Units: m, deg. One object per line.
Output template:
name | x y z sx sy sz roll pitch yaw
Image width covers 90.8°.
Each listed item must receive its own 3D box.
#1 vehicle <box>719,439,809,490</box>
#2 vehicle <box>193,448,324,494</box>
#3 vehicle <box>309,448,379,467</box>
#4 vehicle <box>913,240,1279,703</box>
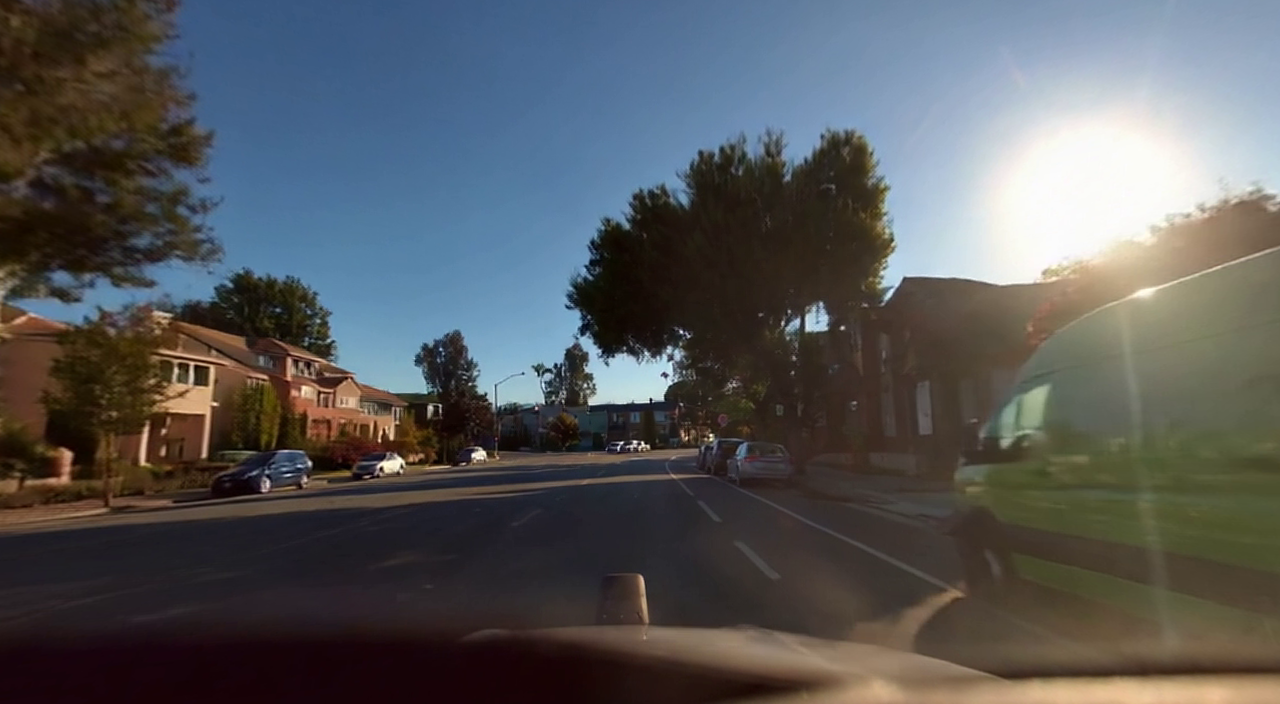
vehicle | 3.908 3.639 20.740 1.956 1.468 4.524 0 -9 -1
vehicle | -14.149 4.398 23.851 1.923 1.535 4.862 0 -8 0
vehicle | -22.251 7.943 47.592 4.397 1.423 1.789 -1 -9 2
vehicle | 3.857 0.730 3.164 2.521 2.168 5.478 0 -9 0
